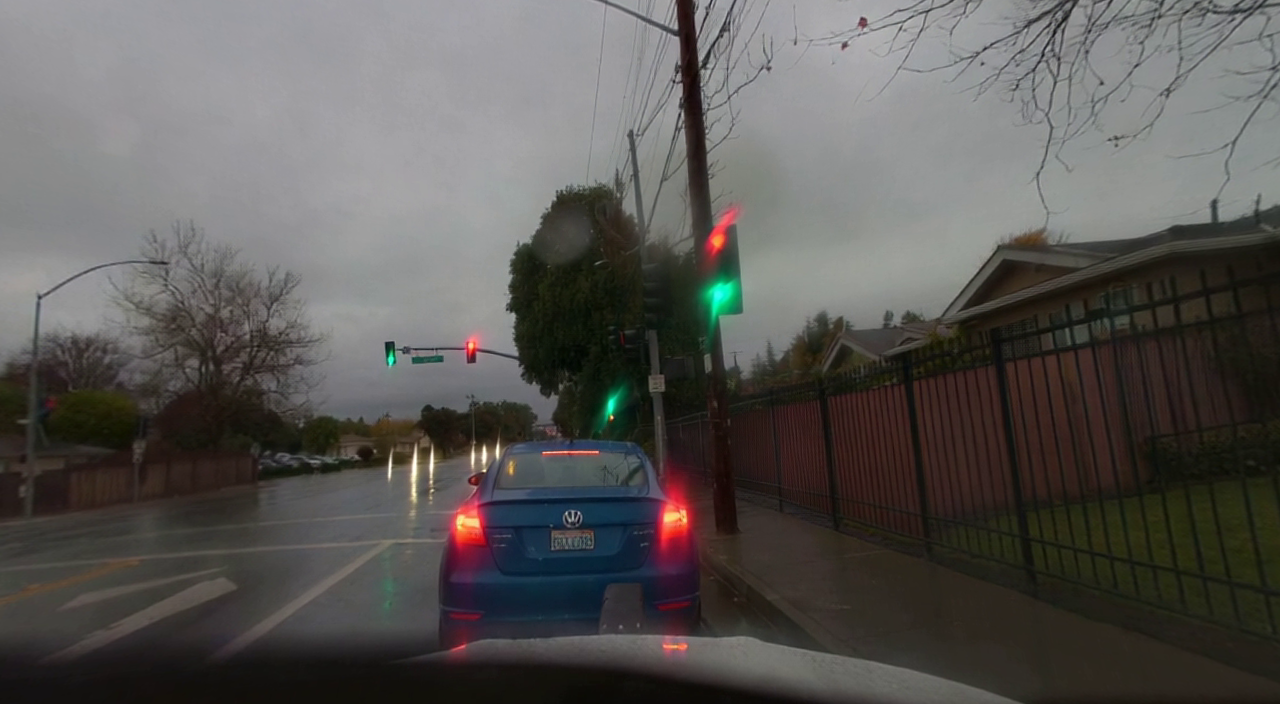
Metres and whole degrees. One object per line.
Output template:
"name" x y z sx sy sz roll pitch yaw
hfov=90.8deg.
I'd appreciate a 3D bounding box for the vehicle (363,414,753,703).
"vehicle" -0.680 1.362 5.216 2.024 1.502 3.702 1 -9 -9
